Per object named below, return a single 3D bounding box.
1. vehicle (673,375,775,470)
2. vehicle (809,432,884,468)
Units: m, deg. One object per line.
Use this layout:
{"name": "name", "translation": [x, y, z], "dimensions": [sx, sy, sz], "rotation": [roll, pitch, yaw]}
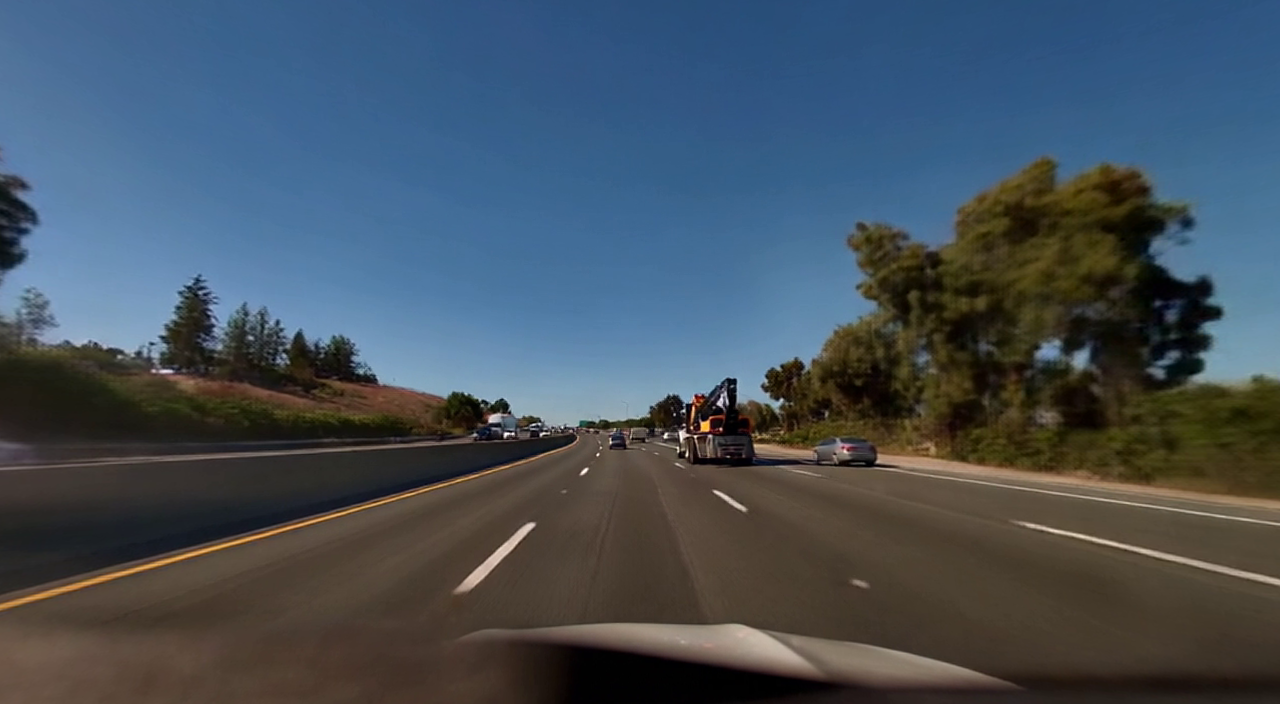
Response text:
{"name": "vehicle", "translation": [3.583, 3.448, 29.949], "dimensions": [2.912, 3.738, 10.123], "rotation": [0, -8, -3]}
{"name": "vehicle", "translation": [9.067, 4.328, 28.090], "dimensions": [1.820, 1.469, 4.257], "rotation": [0, -8, -1]}
